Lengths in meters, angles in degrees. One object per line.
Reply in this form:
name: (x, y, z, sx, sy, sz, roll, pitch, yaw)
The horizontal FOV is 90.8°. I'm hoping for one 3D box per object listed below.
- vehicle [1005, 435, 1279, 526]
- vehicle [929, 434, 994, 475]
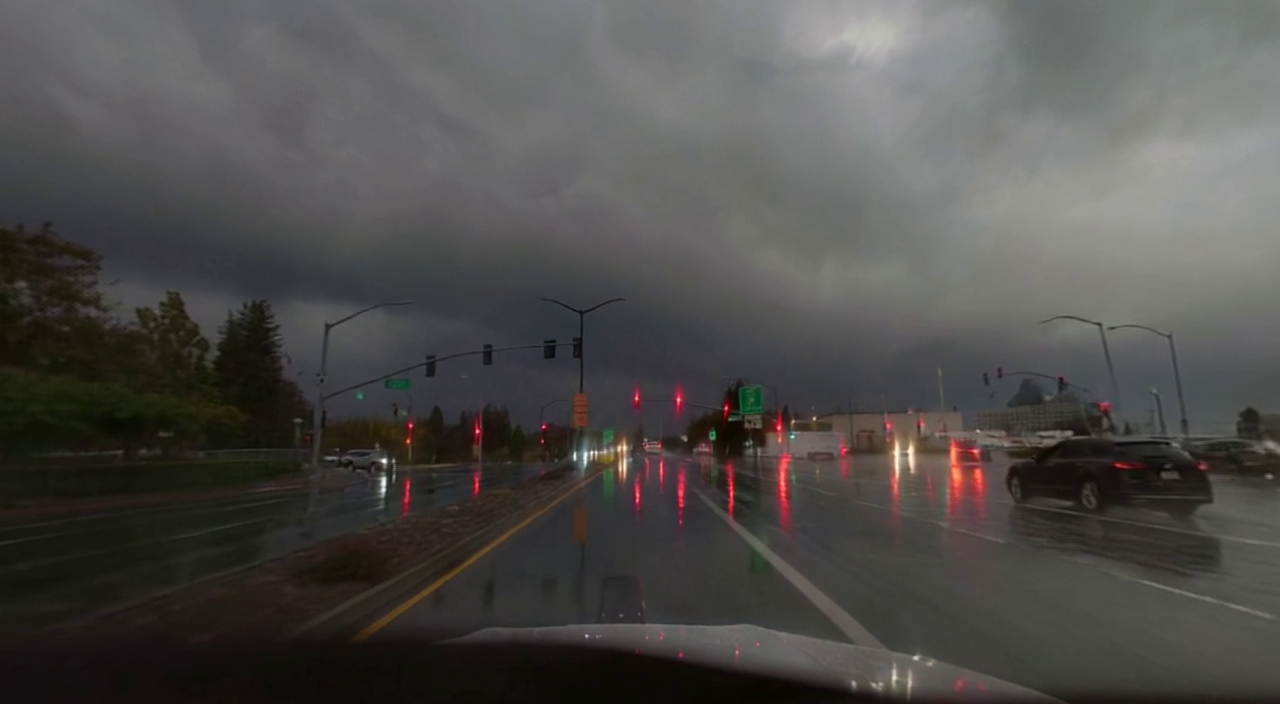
vehicle: (9.732, 2.469, 12.823, 1.933, 1.500, 4.458, 0, -8, -1)
vehicle: (15.462, 4.926, 30.637, 1.951, 1.843, 4.335, -3, -9, 16)
